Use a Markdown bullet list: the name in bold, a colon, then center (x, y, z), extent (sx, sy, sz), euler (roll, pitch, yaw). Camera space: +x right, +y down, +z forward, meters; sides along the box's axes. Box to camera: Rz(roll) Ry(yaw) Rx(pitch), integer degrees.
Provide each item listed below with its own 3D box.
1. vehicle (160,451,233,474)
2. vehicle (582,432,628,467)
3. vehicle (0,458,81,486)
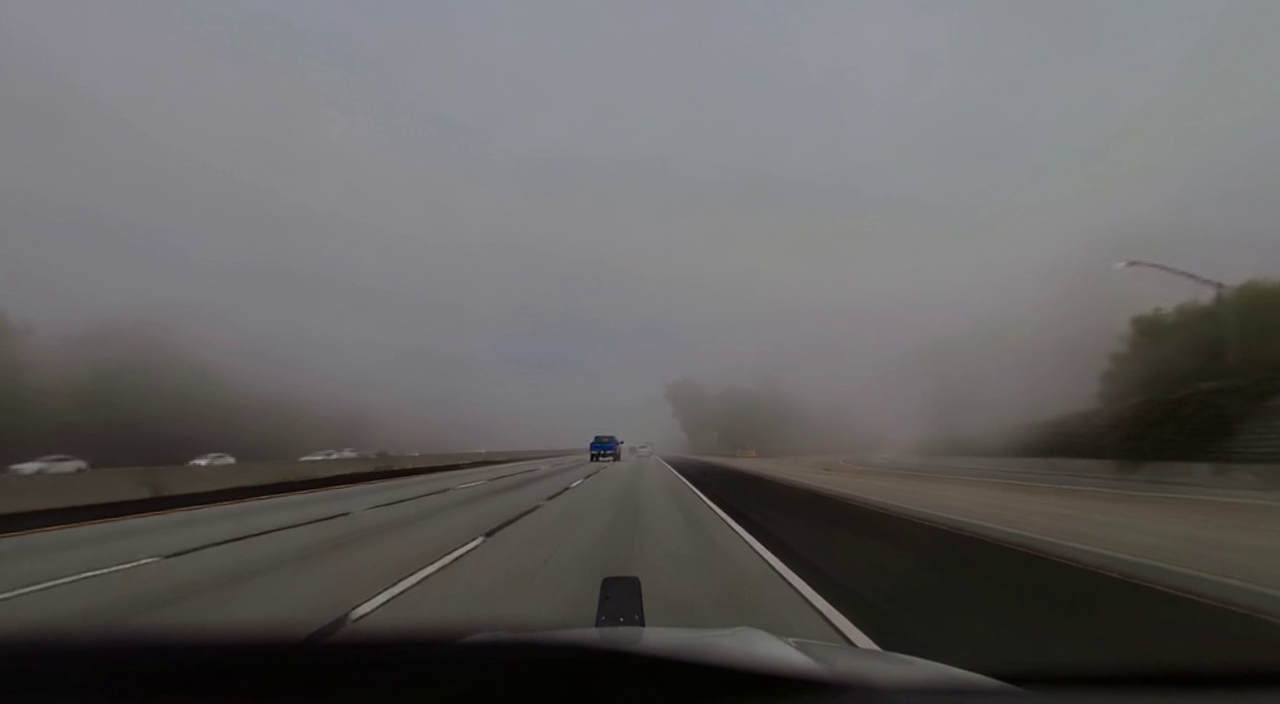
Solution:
- **vehicle**: center (-32.648, 8.123, 46.529), extent (1.944, 1.542, 4.649), euler (0, -8, 1)
- **vehicle**: center (-2.256, 6.584, 42.836), extent (2.604, 2.170, 6.271), euler (-1, -8, 2)
- **vehicle**: center (-36.842, 7.216, 38.049), extent (1.870, 1.489, 4.644), euler (0, -8, 1)
